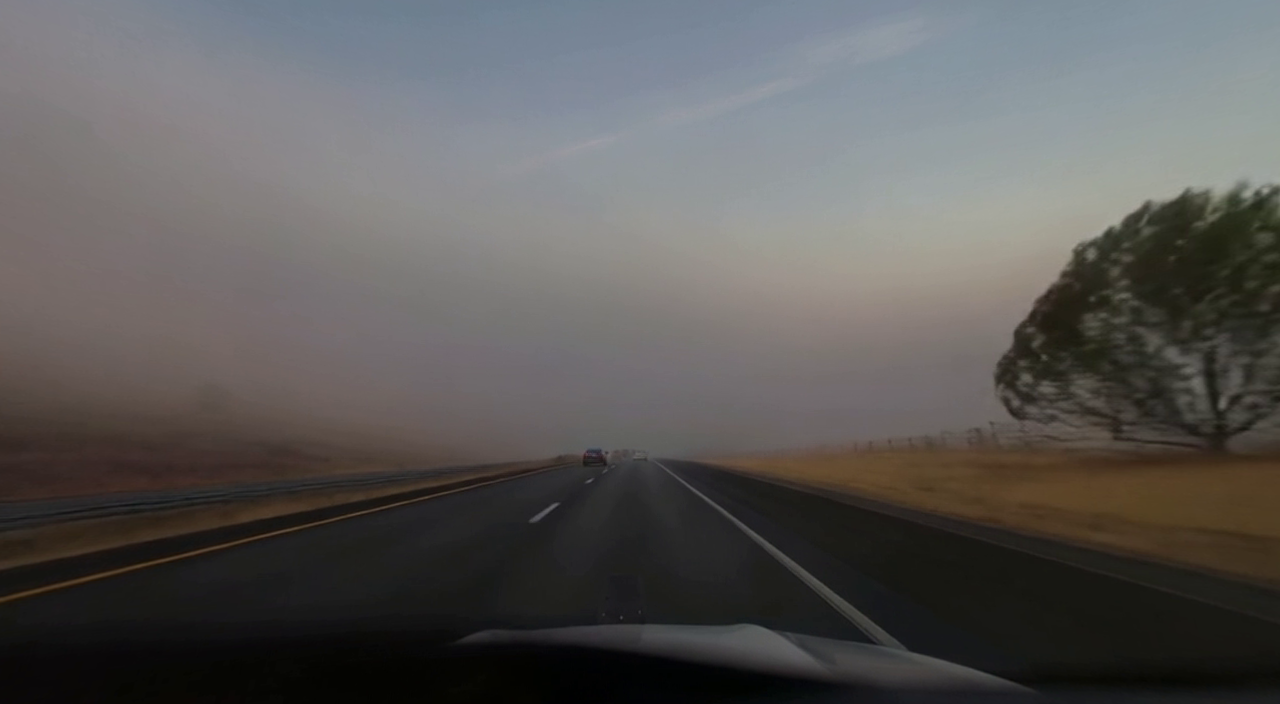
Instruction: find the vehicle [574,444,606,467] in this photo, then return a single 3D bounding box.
[{"bbox_3d":[-3.872,8.042,49.267,2.132,1.701,4.303,0,-9,0],"label":"vehicle"}]
